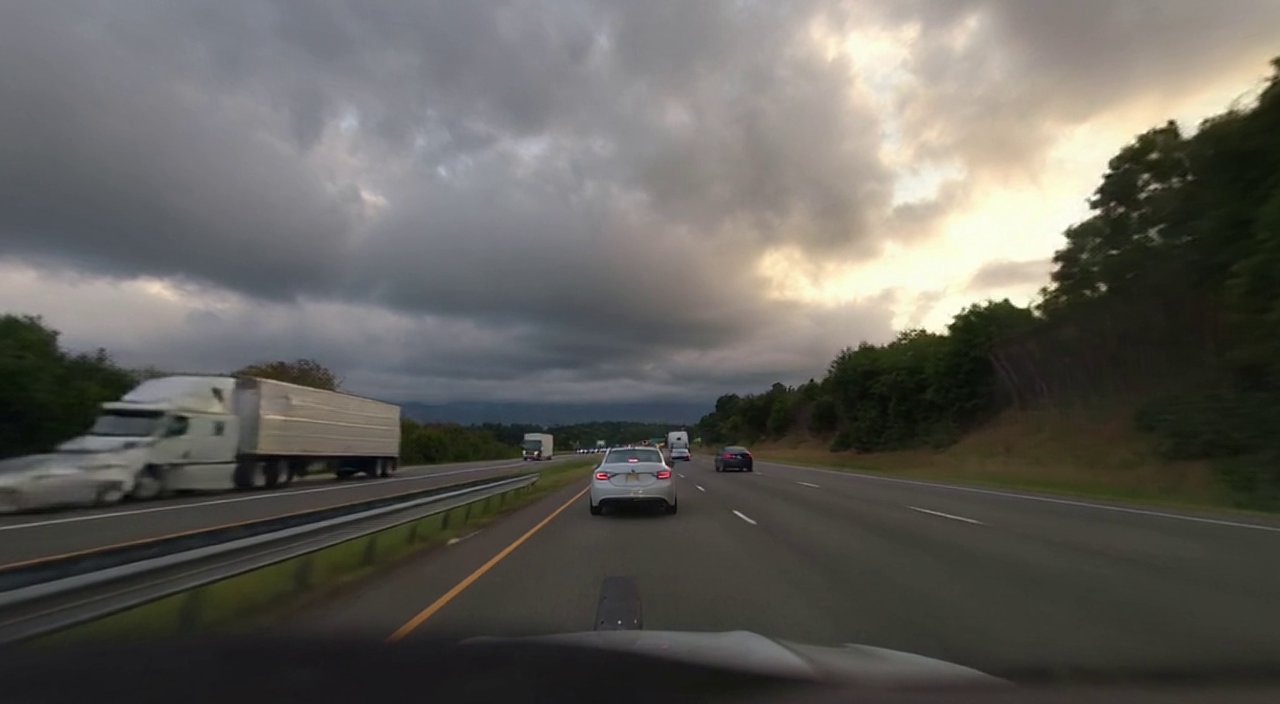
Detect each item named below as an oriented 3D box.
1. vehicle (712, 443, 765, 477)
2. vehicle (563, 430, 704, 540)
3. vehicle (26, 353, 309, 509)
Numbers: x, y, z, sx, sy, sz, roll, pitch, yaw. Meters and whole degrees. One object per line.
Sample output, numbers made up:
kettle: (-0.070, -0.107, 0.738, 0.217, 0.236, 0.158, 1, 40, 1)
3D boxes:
vehicle: (4.724, 5.233, 30.728, 1.931, 1.516, 3.995, 0, -9, -1)
vehicle: (-0.139, 2.255, 11.202, 2.088, 1.580, 3.657, 0, -9, -1)
vehicle: (-13.612, 2.471, 19.204, 3.152, 3.893, 6.812, 0, -9, 0)
